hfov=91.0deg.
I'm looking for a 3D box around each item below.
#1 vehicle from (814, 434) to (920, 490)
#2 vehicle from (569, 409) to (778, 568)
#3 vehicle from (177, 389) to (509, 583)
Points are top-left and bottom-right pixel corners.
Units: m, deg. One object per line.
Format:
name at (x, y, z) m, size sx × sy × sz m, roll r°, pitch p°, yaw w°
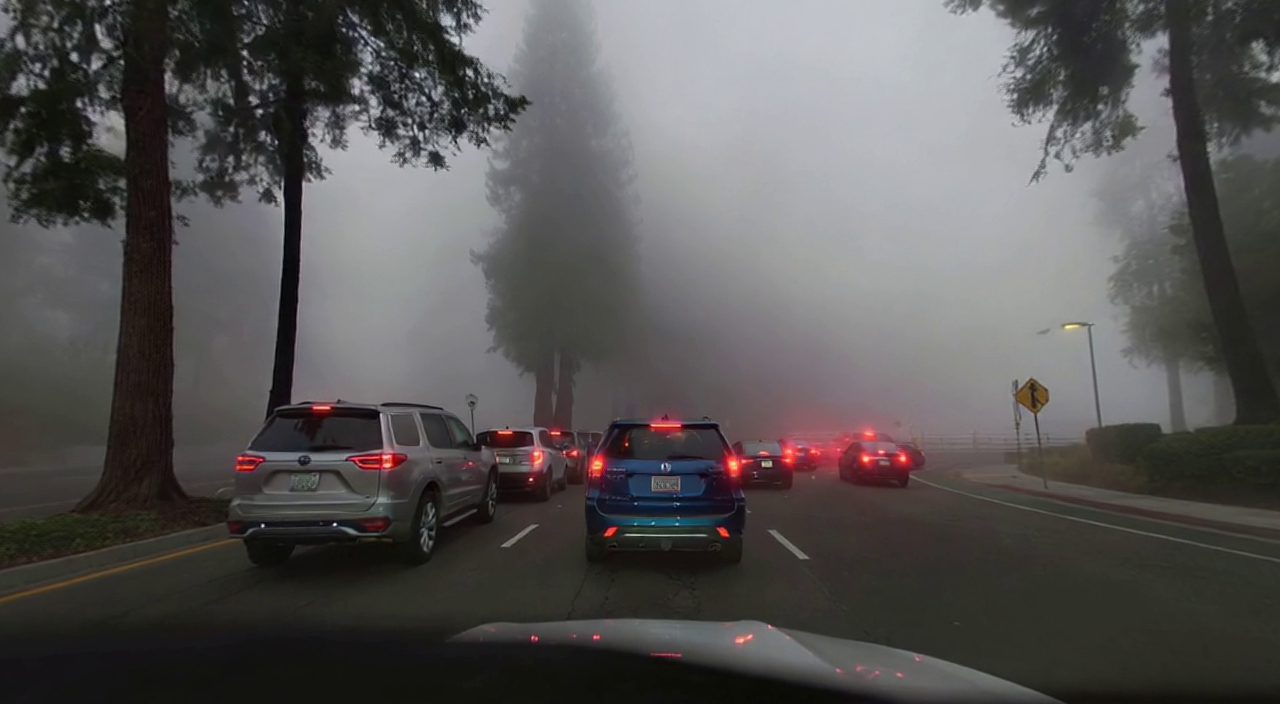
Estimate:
vehicle at (7.116, 3.484, 20.260) m, size 2.067 × 1.599 × 4.251 m, roll -1°, pitch -8°, yaw 4°
vehicle at (0.375, 1.747, 8.772) m, size 2.189 × 1.649 × 4.171 m, roll 0°, pitch -8°, yaw 1°
vehicle at (-3.255, 1.581, 8.169) m, size 2.085 × 1.812 × 4.388 m, roll 0°, pitch -8°, yaw 1°
